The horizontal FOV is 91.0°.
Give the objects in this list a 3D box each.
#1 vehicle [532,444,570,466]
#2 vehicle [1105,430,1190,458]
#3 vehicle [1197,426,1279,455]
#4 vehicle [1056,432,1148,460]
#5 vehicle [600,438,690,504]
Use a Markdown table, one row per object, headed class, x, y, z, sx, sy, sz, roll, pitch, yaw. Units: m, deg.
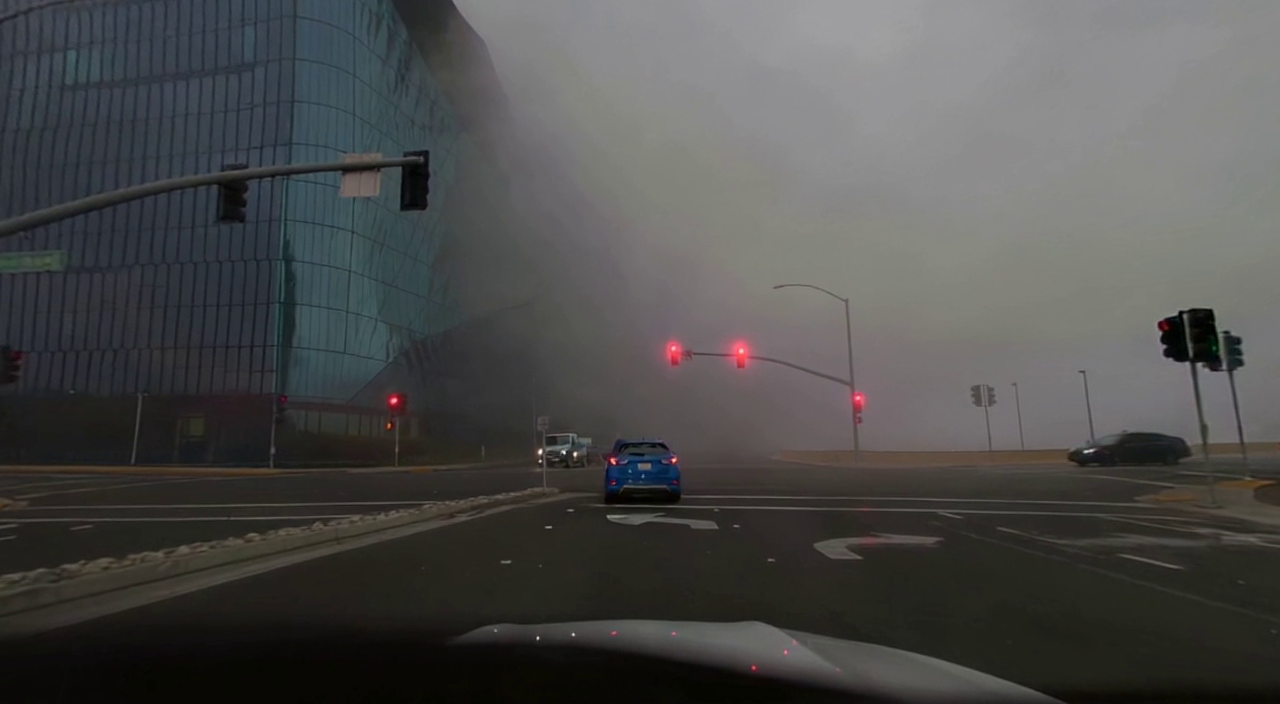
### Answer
| class | x | y | z | sx | sy | sz | roll | pitch | yaw |
| --- | --- | --- | --- | --- | --- | --- | --- | --- | --- |
| vehicle | -6.698 | 7.814 | 47.815 | 2.113 | 1.535 | 4.504 | 0 | -9 | 2 |
| vehicle | 27.885 | 5.078 | 34.722 | 1.816 | 1.476 | 3.652 | -1 | -9 | 5 |
| vehicle | 33.091 | 4.857 | 34.527 | 1.798 | 1.480 | 3.684 | 0 | -9 | 3 |
| vehicle | 25.560 | 5.241 | 35.074 | 2.021 | 1.484 | 4.454 | -1 | -9 | 5 |
| vehicle | 0.002 | 3.124 | 16.979 | 2.014 | 1.525 | 4.197 | 1 | -9 | -5 |
